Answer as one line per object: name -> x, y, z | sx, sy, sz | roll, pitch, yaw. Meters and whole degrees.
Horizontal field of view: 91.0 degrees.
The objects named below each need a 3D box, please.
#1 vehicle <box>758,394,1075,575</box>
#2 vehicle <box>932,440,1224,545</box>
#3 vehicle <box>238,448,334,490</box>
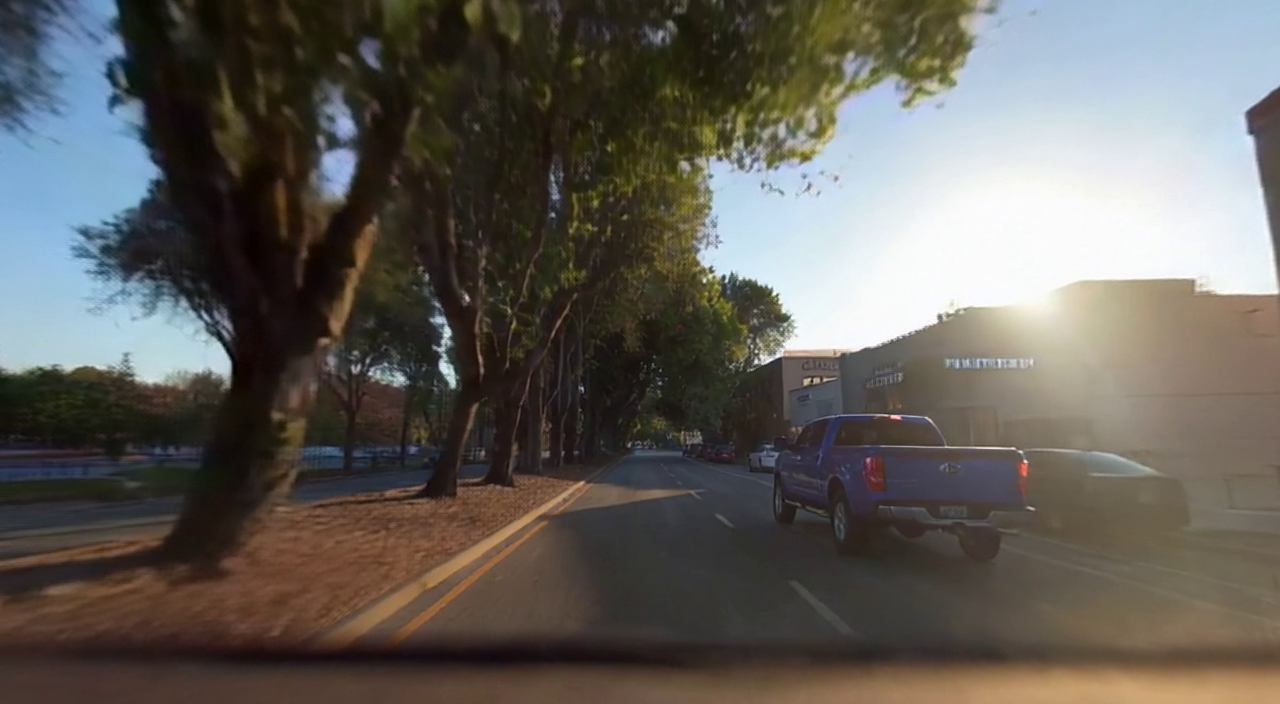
vehicle -> 3.333, 1.755, 9.166 | 2.085, 1.828, 5.383 | 0, -9, -1
vehicle -> 7.532, 2.397, 11.571 | 2.076, 1.536, 4.423 | 1, -8, -2
vehicle -> -15.984, 5.245, 28.705 | 1.913, 1.734, 4.357 | 1, -9, -2
